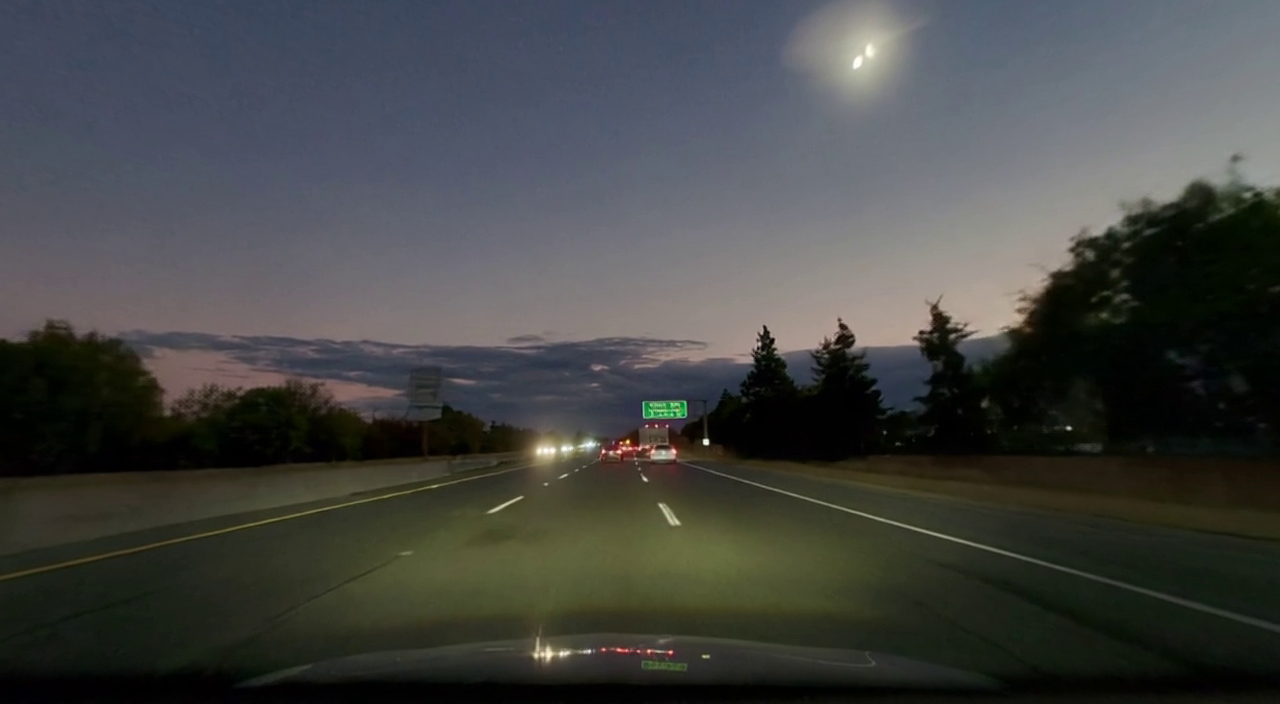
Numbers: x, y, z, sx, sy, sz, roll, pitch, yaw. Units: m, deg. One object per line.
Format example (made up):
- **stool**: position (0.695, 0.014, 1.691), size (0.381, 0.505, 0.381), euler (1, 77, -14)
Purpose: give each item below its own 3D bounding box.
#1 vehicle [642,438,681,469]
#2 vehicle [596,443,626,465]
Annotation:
- **vehicle**: position (1.361, 6.712, 41.916), size (2.139, 1.925, 4.312), euler (1, -9, -3)
- **vehicle**: position (-2.121, 7.739, 47.983), size (2.173, 1.598, 4.293), euler (0, -9, -1)
